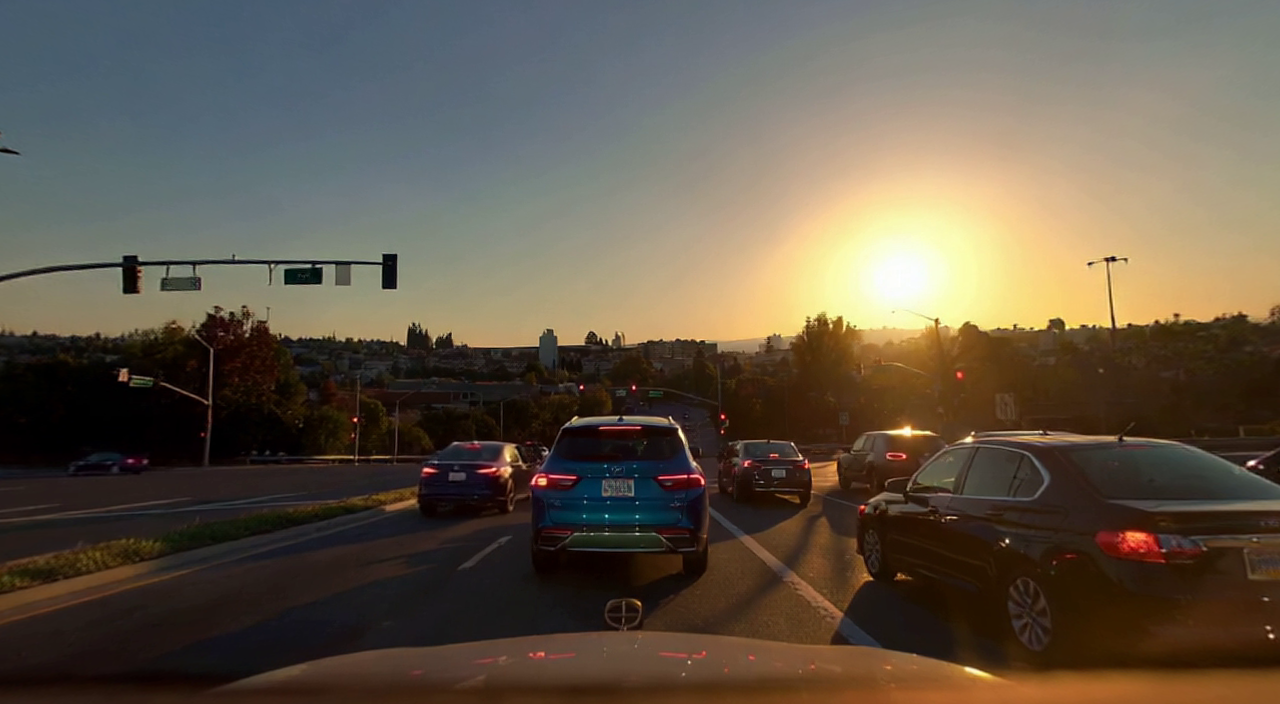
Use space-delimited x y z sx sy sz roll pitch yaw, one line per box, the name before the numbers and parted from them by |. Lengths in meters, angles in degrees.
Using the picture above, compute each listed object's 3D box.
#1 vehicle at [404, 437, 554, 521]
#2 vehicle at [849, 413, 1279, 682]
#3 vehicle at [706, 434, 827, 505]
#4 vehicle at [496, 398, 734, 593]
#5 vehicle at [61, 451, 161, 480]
vehicle | -3.209 2.619 13.620 2.077 1.493 4.281 0 -9 0
vehicle | 3.601 1.395 5.690 1.861 1.478 4.185 0 -8 -2
vehicle | 2.966 2.857 15.774 1.950 1.506 4.086 0 -8 -3
vehicle | -0.277 1.558 7.630 2.101 1.707 3.904 0 -8 -2
vehicle | -35.112 7.518 42.056 4.446 1.821 2.276 1 -8 -5
